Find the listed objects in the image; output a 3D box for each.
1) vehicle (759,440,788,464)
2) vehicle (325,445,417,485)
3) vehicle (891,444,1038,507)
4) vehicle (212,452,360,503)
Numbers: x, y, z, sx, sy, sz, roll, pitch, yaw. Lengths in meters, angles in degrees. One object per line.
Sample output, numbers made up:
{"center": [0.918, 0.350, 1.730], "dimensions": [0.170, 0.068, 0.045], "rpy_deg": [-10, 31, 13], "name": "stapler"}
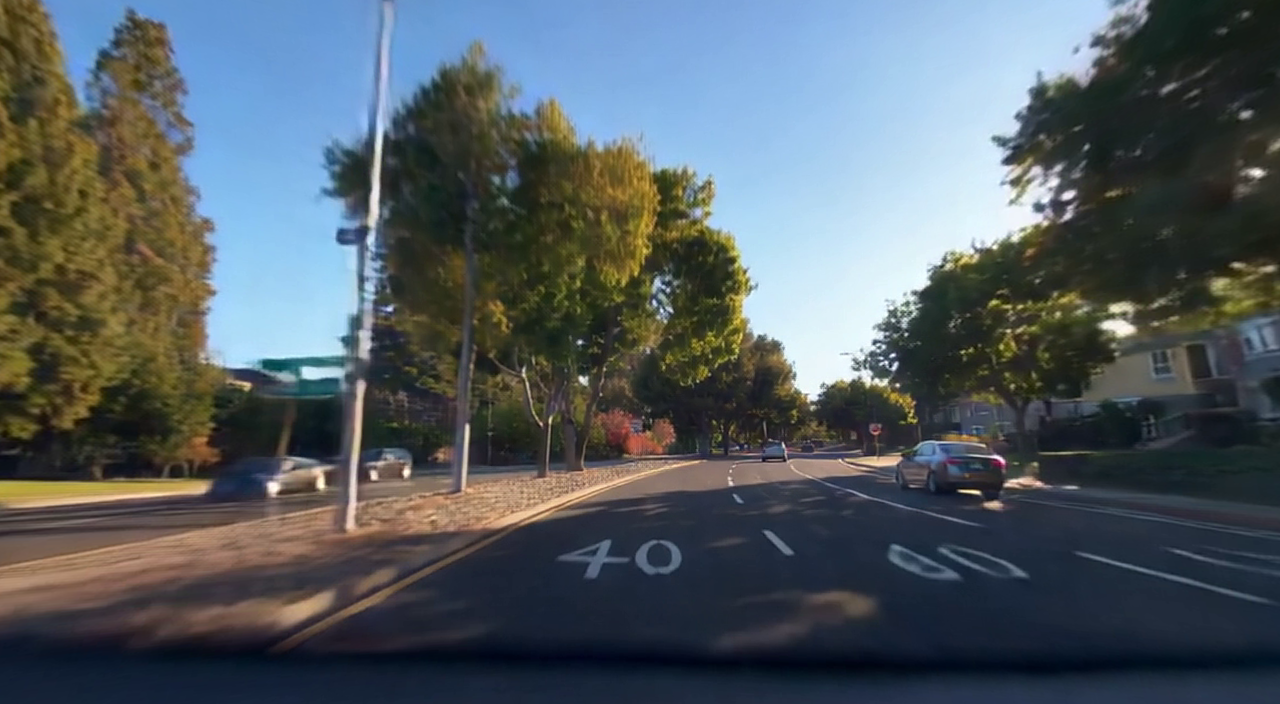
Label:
{"center": [9.940, 7.419, 47.005], "dimensions": [1.991, 1.684, 4.127], "rpy_deg": [-2, -9, 12], "name": "vehicle"}
{"center": [-13.503, 5.689, 32.057], "dimensions": [2.025, 1.837, 4.841], "rpy_deg": [-1, -8, 8], "name": "vehicle"}
{"center": [8.463, 3.207, 16.975], "dimensions": [1.855, 1.444, 4.389], "rpy_deg": [-1, -8, 4], "name": "vehicle"}
{"center": [-11.569, 4.102, 21.076], "dimensions": [1.905, 1.451, 4.698], "rpy_deg": [-1, -8, 6], "name": "vehicle"}
